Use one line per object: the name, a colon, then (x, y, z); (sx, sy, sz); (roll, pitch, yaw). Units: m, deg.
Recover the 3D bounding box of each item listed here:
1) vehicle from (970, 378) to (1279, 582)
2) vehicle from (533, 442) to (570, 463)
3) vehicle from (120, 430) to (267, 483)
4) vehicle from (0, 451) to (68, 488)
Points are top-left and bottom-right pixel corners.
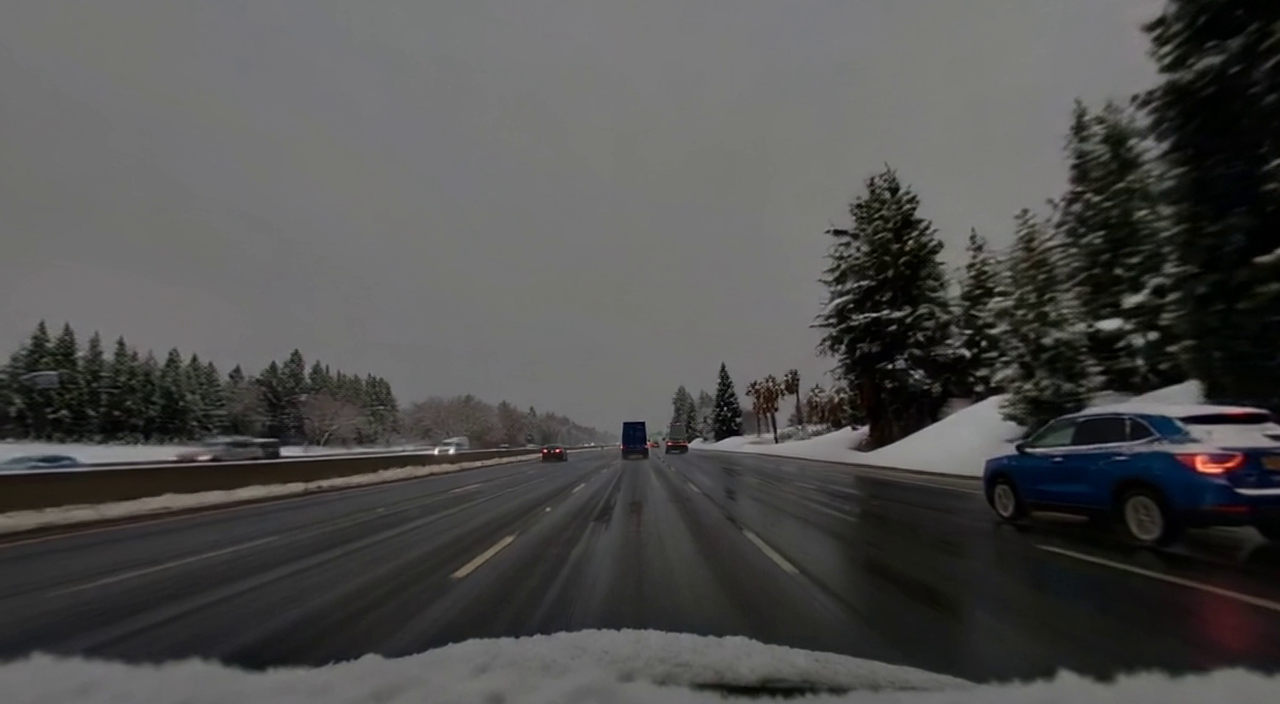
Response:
vehicle: (7.147, 1.566, 8.633); (2.361, 1.911, 5.286); (0, -8, 0)
vehicle: (-6.725, 7.629, 48.173); (2.097, 1.525, 4.632); (0, -8, 1)
vehicle: (-17.912, 4.198, 25.722); (2.240, 1.891, 5.113); (0, -8, 0)
vehicle: (-25.194, 4.678, 25.224); (1.507, 1.358, 3.253); (0, -8, 1)
